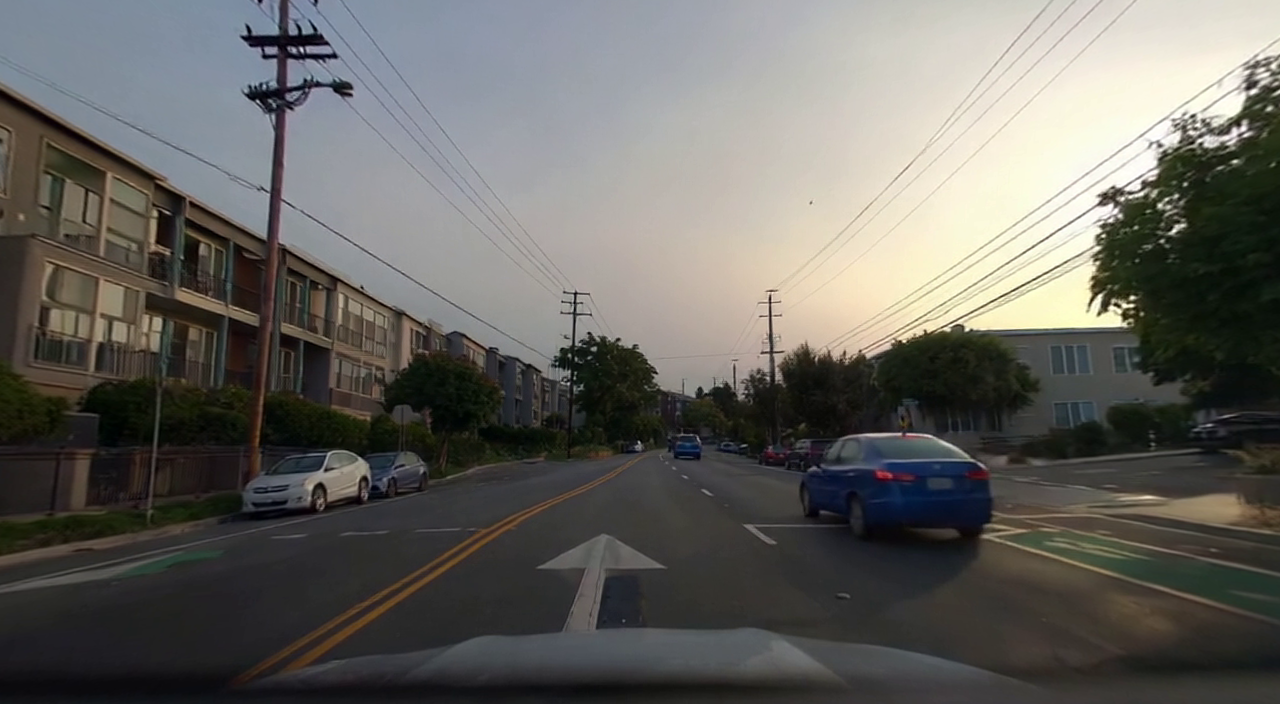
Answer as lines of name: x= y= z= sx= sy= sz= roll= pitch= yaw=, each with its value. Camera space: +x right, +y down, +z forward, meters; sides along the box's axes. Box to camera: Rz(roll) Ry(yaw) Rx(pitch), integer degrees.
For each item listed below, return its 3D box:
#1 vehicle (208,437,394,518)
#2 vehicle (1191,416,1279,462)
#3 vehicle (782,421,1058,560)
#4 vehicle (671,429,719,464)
vehicle: x=-8.681 y=3.216 z=16.731 sx=2.381 sy=1.825 sz=4.652 roll=0 pitch=-8 yaw=-1
vehicle: x=25.244 y=3.568 z=25.753 sx=1.944 sy=1.723 sz=4.441 roll=-2 pitch=-8 yaw=13
vehicle: x=3.657 y=1.883 z=9.315 sx=2.028 sy=1.552 sz=4.370 roll=0 pitch=-8 yaw=-1
vehicle: x=2.965 y=5.236 z=34.896 sx=2.046 sy=1.784 sz=4.687 roll=0 pitch=-8 yaw=-2
